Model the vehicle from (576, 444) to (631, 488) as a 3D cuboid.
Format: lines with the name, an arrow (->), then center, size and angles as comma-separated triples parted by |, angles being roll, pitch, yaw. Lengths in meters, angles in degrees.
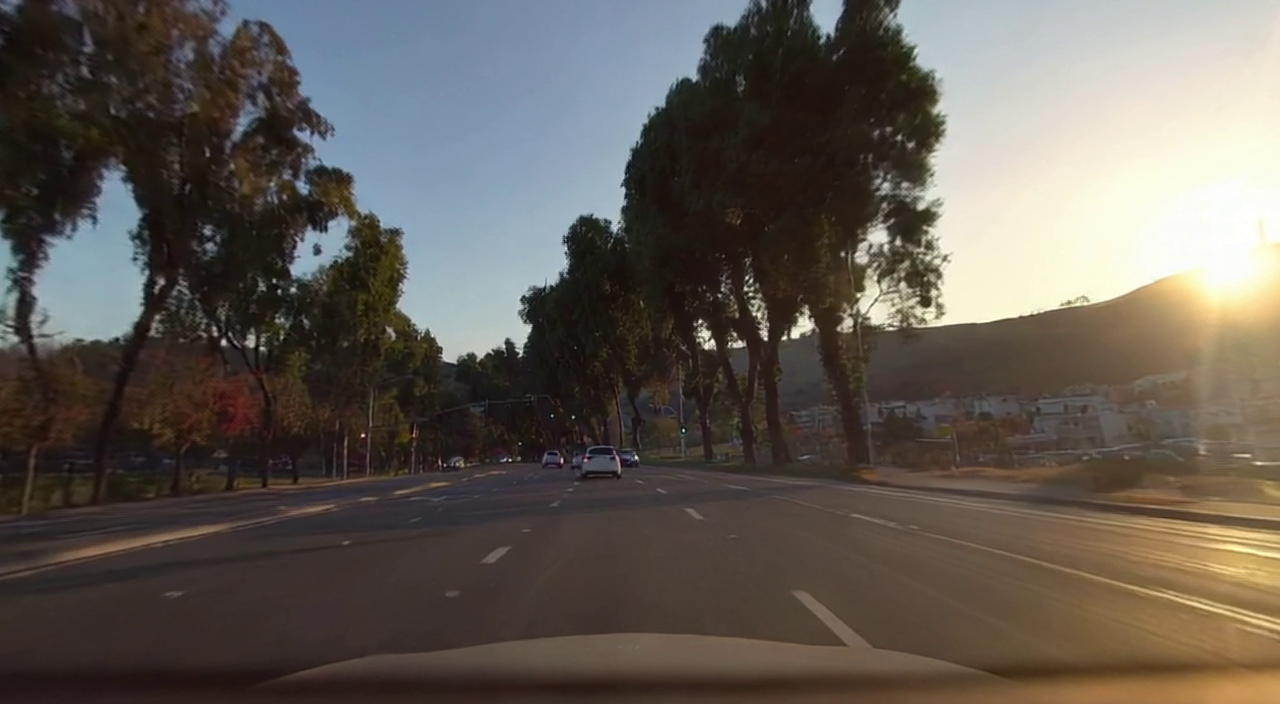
vehicle -> -1.680, 5.037, 28.208 | 2.253, 1.756, 4.313 | 1, -9, -5
